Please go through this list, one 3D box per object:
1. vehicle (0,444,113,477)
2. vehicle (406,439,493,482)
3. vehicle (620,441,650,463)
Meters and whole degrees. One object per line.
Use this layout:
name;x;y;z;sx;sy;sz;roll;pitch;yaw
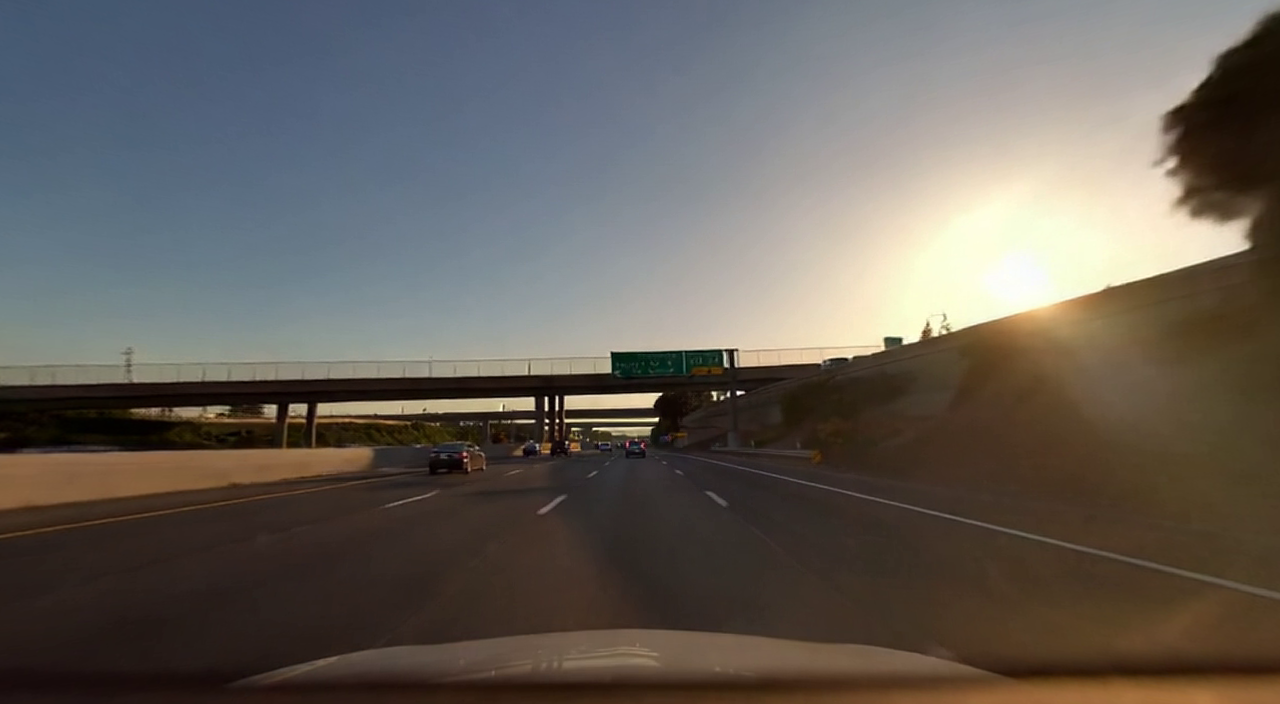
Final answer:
vehicle;-32.481;5.985;35.385;2.015;1.697;4.576;0;-8;0
vehicle;-7.347;4.213;24.939;1.994;1.487;4.605;0;-8;0
vehicle;-0.391;7.358;46.679;2.086;1.472;4.168;0;-8;-1
